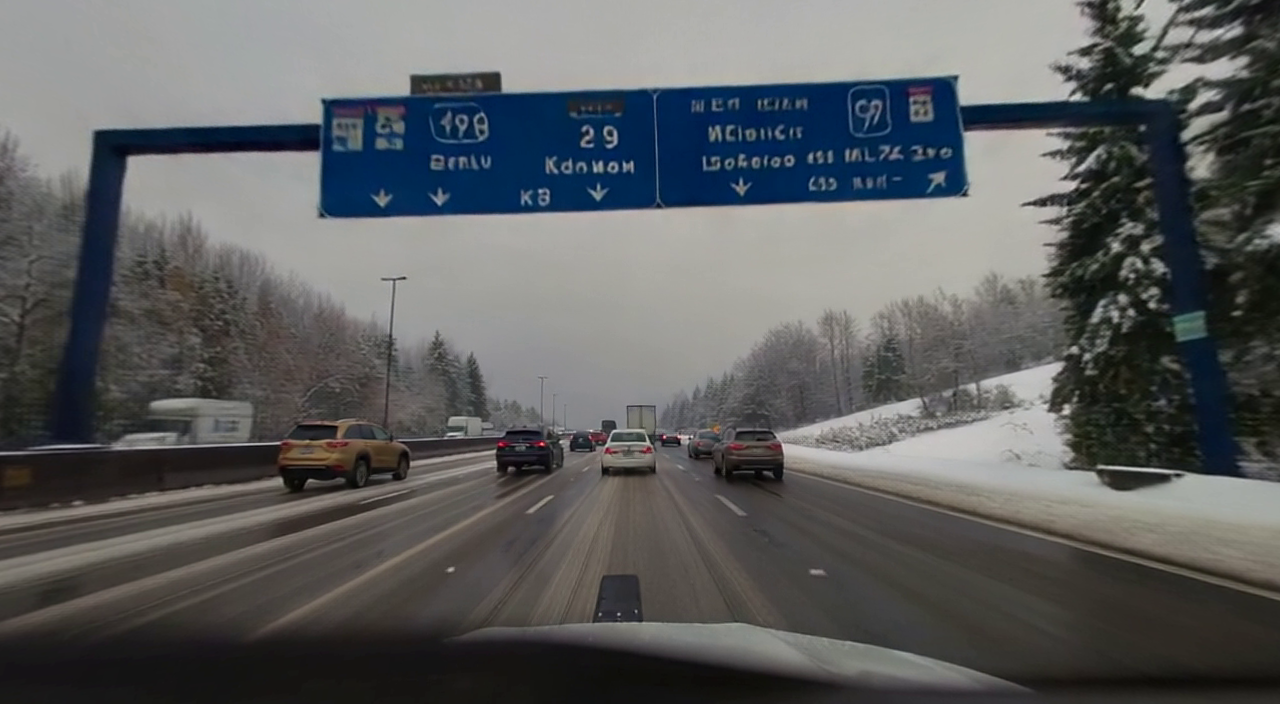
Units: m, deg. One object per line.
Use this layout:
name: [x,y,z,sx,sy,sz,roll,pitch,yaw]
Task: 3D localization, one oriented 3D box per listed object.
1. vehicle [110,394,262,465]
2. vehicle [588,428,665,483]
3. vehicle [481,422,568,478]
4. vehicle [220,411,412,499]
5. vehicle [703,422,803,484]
vehicle: [-23.614,4.142,33.295,2.703,3.361,6.936,0,-8,1]
vehicle: [-0.365,3.123,19.413,2.111,1.494,4.364,0,-8,0]
vehicle: [-3.735,3.256,21.151,2.064,1.672,4.277,0,-8,1]
vehicle: [-7.533,2.442,15.338,2.117,1.779,4.745,0,-8,0]
vehicle: [3.260,3.002,19.083,2.095,1.650,4.331,0,-8,-2]
